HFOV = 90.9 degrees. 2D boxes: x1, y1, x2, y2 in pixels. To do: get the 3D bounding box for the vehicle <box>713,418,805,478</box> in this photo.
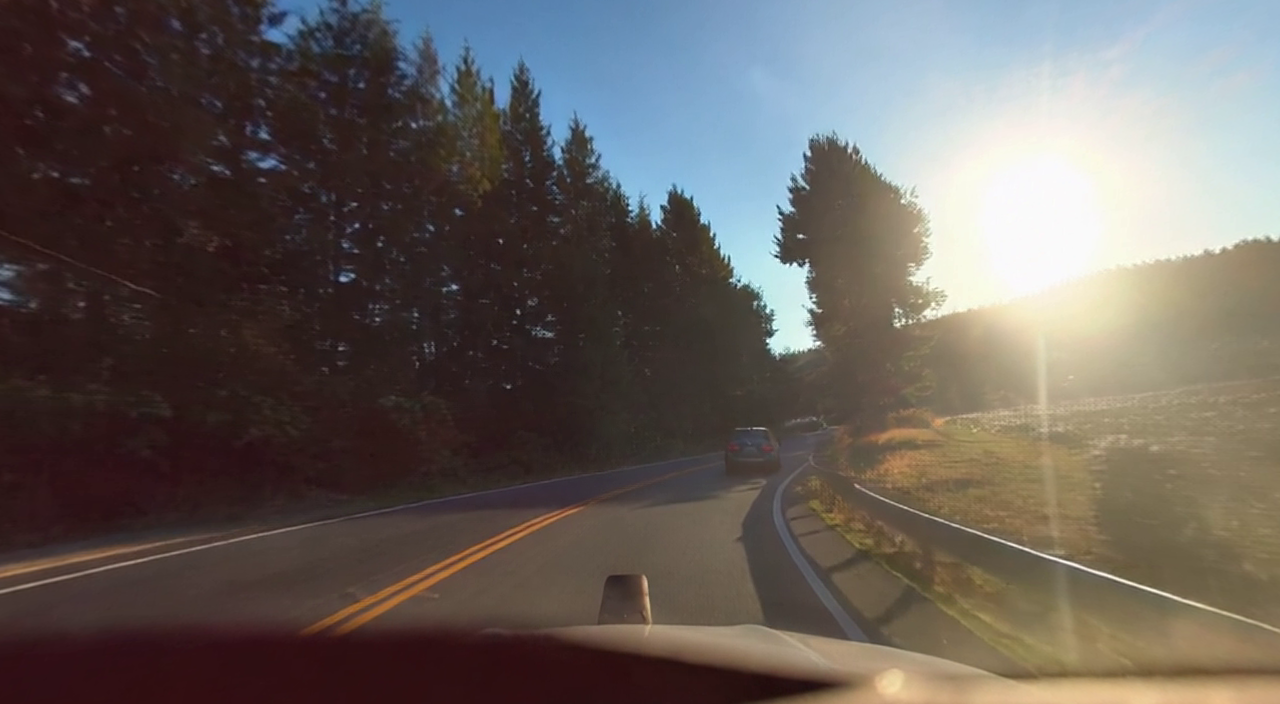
[{"bbox_3d":[3.733,2.890,19.184,2.274,1.583,4.349,-3,-9,16],"label":"vehicle"}]
